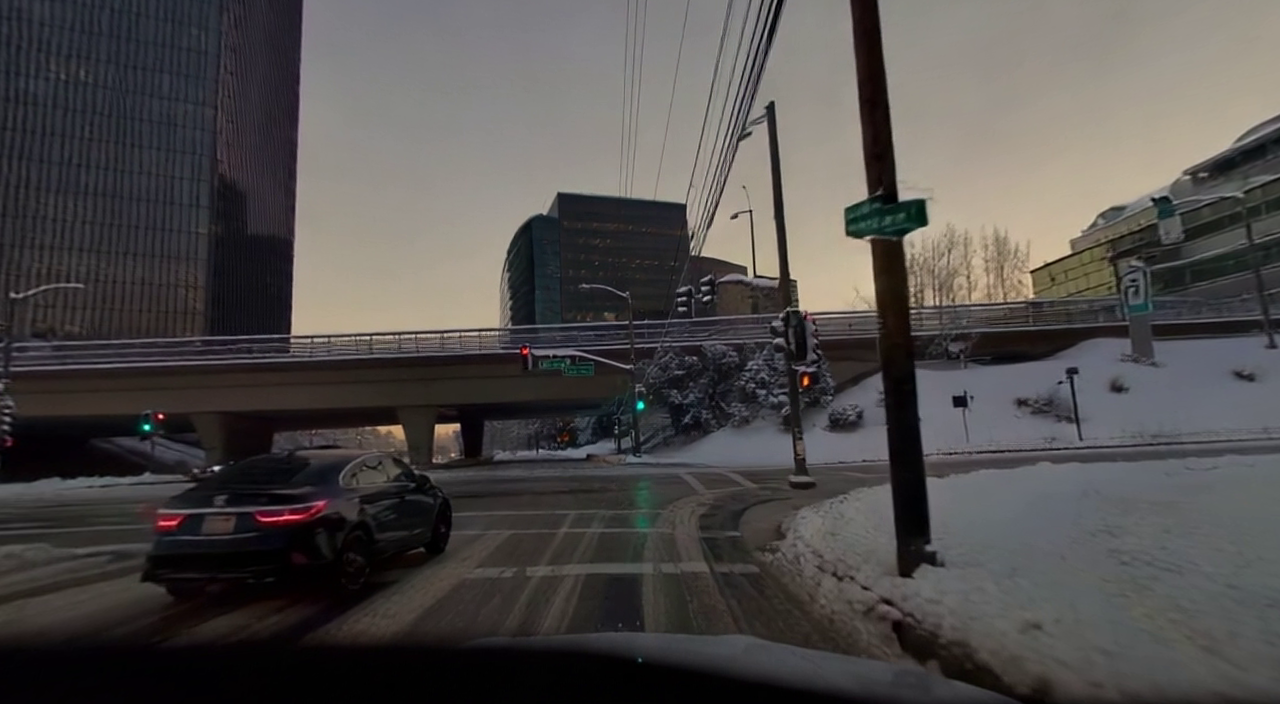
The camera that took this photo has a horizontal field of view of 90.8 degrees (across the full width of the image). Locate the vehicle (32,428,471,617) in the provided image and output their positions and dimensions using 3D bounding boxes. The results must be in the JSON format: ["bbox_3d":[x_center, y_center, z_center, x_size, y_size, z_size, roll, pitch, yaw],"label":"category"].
[{"bbox_3d":[-3.670,1.680,7.285,2.154,1.465,4.532,0,-8,0],"label":"vehicle"}]
